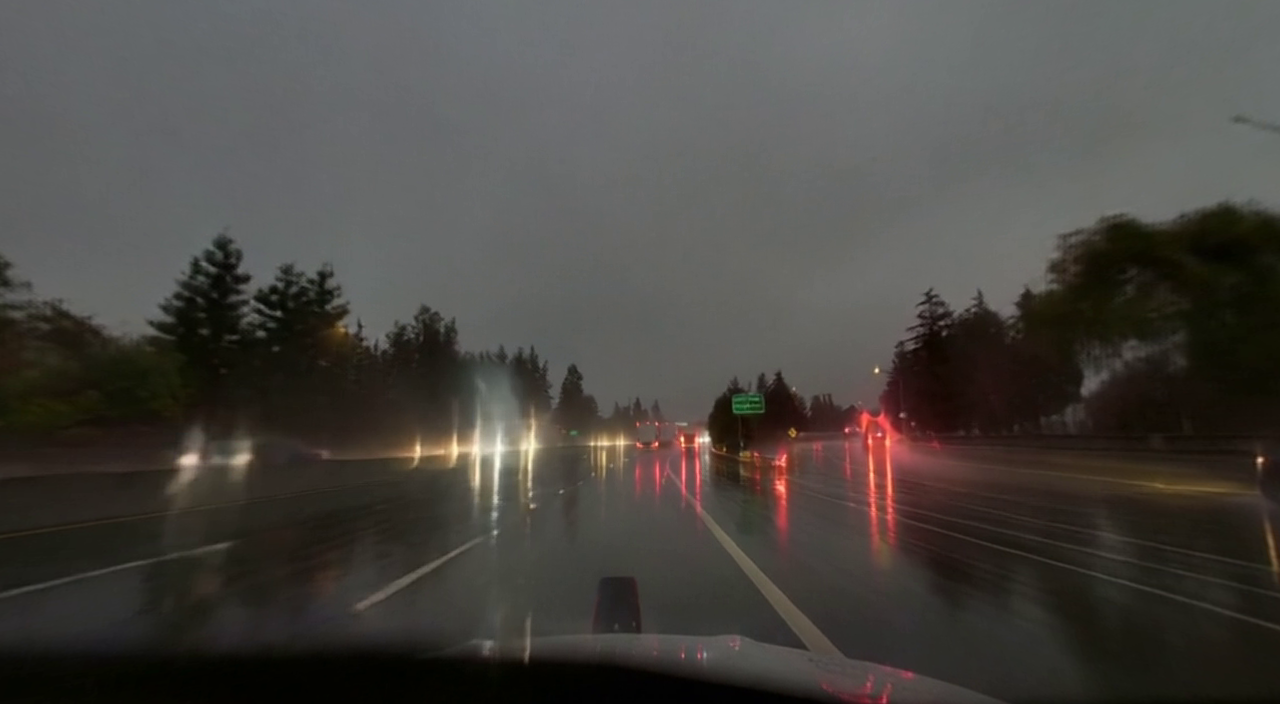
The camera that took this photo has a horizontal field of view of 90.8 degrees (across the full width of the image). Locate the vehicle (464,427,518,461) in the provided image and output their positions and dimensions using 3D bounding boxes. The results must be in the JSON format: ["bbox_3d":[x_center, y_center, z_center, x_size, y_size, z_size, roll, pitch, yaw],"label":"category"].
[{"bbox_3d":[-11.373,7.138,48.895,2.324,2.410,6.566,0,-8,2],"label":"vehicle"}]

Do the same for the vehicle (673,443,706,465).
[{"bbox_3d":[3.515,7.354,45.623,2.069,1.476,4.197,0,-8,0],"label":"vehicle"}]

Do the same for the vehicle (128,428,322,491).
[{"bbox_3d":[-12.977,3.411,20.457,2.281,1.743,5.822,0,-9,1],"label":"vehicle"}]
